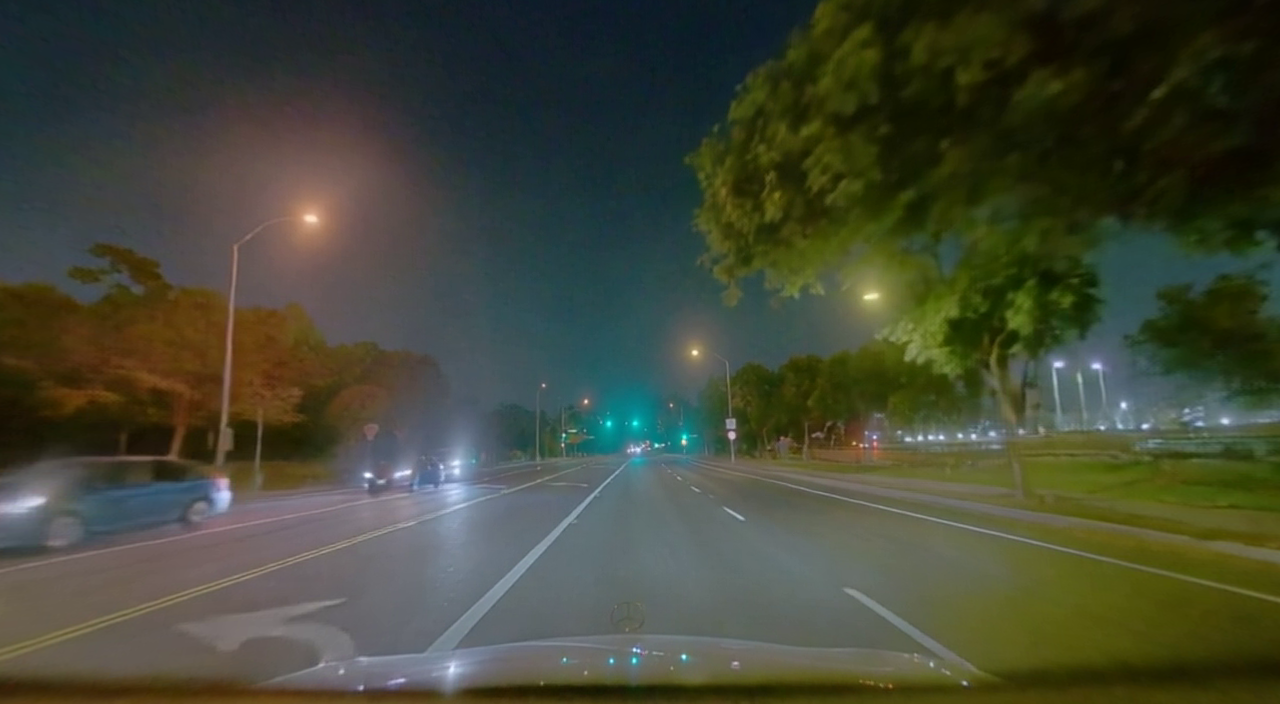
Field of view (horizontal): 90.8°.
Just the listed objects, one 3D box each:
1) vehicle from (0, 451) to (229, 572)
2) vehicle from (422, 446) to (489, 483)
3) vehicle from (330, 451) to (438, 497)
[{"bbox_3d":[-8.861,2.290,9.850,1.959,1.469,4.369,0,-9,0],"label":"vehicle"},{"bbox_3d":[-9.152,5.587,31.703,2.066,1.709,4.509,0,-9,-1],"label":"vehicle"},{"bbox_3d":[-8.919,4.281,22.490,1.940,1.452,4.441,0,-9,1],"label":"vehicle"}]
